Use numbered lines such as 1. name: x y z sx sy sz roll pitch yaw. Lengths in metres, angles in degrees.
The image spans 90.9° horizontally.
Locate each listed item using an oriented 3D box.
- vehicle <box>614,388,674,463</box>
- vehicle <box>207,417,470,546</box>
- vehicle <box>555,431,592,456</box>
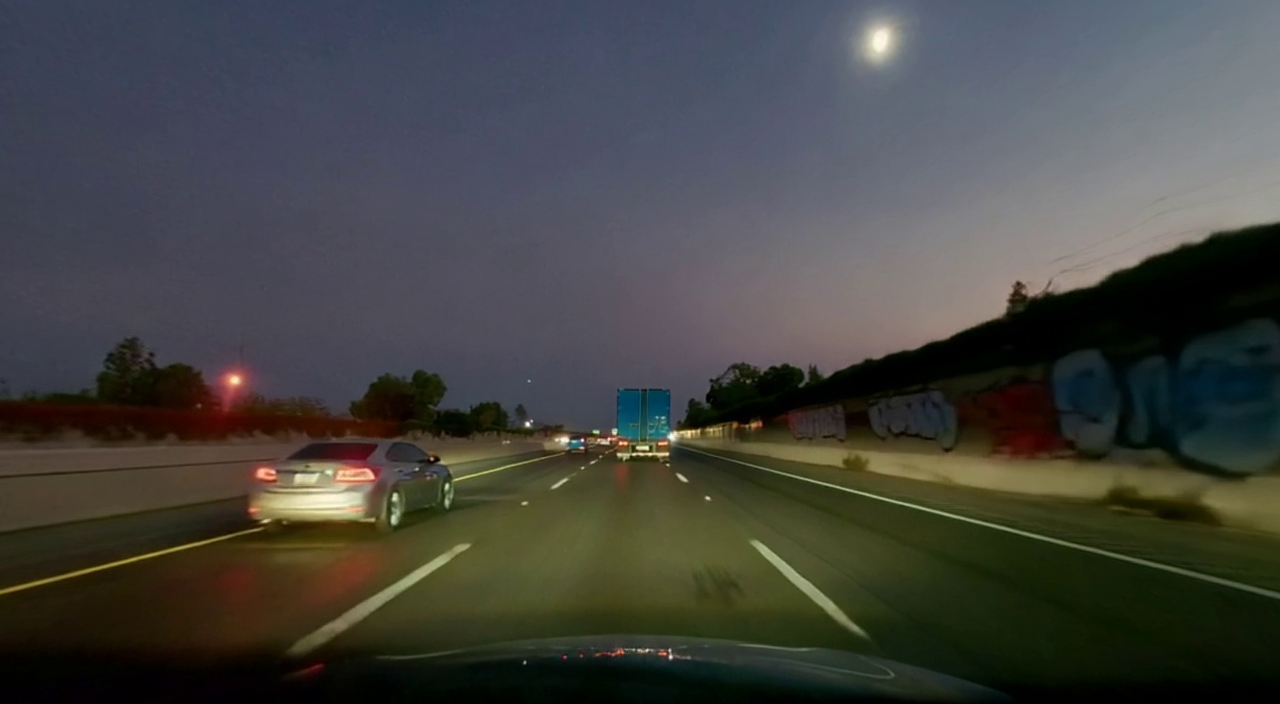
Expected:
1. vehicle: 0.030 4.206 35.478 2.927 3.649 9.443 0 -8 -2
2. vehicle: -4.231 1.861 9.867 1.948 1.526 4.525 0 -8 -1
3. vehicle: -4.491 6.257 43.235 2.058 1.645 4.130 0 -8 0
